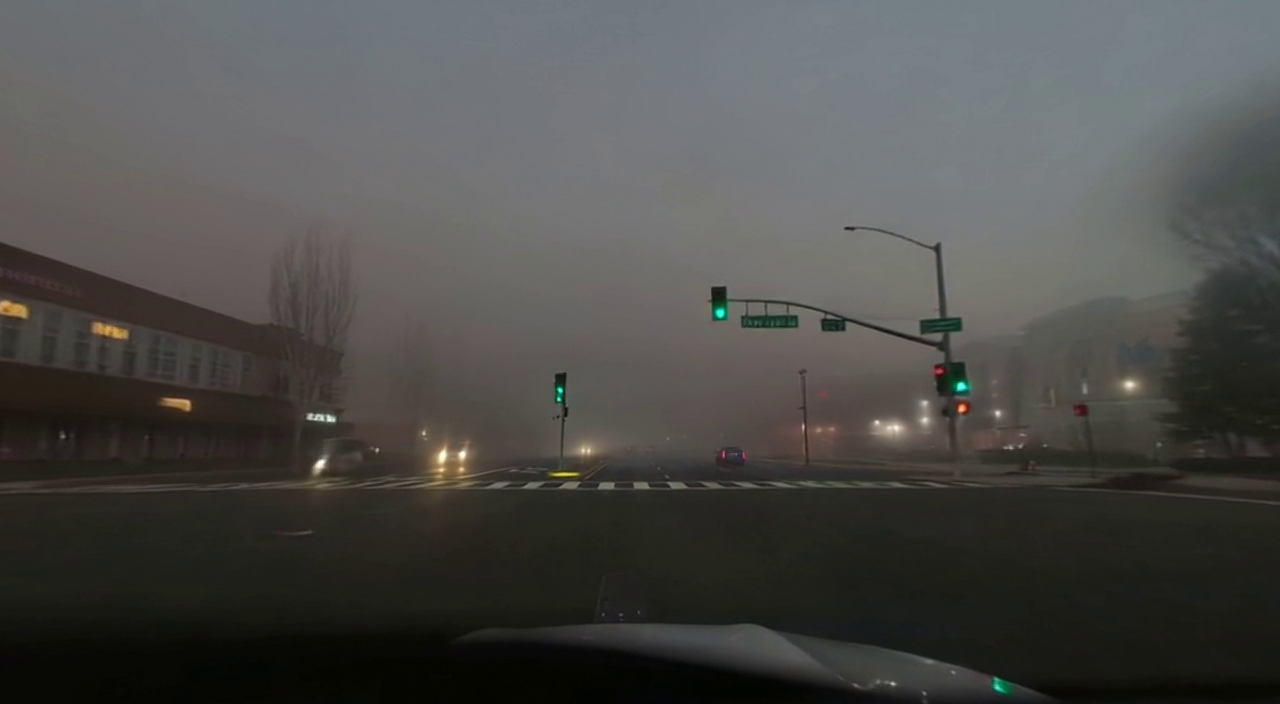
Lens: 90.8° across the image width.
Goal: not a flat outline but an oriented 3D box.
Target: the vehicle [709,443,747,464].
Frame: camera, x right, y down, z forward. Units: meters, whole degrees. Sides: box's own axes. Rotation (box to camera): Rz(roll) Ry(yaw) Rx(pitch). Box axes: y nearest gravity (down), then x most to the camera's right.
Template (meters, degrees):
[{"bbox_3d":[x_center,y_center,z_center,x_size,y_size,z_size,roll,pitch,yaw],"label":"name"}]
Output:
[{"bbox_3d":[6.154,7.162,44.685,1.916,1.437,4.327,1,-9,-3],"label":"vehicle"}]
